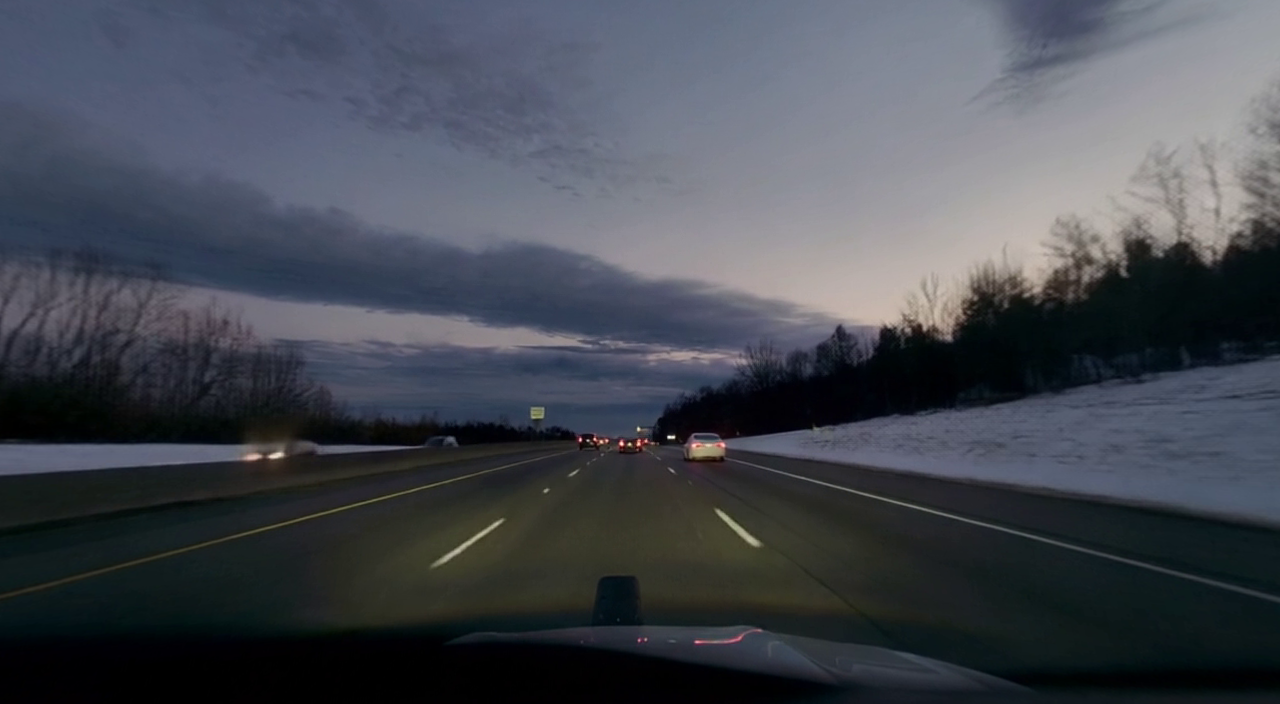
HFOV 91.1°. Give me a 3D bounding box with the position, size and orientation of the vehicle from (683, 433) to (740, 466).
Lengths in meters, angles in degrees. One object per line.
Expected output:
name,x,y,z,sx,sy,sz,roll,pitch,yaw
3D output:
vehicle,3.380,4.694,30.621,2.056,1.479,4.660,0,-8,-2

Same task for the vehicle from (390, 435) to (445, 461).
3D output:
vehicle,-13.381,5.769,38.023,1.861,1.479,3.811,0,-8,0

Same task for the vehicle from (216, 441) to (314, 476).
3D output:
vehicle,-17.243,4.877,29.164,1.982,1.503,4.149,0,-8,0

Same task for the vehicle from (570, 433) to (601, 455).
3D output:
vehicle,-4.047,6.926,47.310,2.041,1.546,4.080,0,-8,-1

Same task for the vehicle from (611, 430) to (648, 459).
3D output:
vehicle,-0.659,5.727,39.102,2.182,1.680,4.253,0,-8,-1
